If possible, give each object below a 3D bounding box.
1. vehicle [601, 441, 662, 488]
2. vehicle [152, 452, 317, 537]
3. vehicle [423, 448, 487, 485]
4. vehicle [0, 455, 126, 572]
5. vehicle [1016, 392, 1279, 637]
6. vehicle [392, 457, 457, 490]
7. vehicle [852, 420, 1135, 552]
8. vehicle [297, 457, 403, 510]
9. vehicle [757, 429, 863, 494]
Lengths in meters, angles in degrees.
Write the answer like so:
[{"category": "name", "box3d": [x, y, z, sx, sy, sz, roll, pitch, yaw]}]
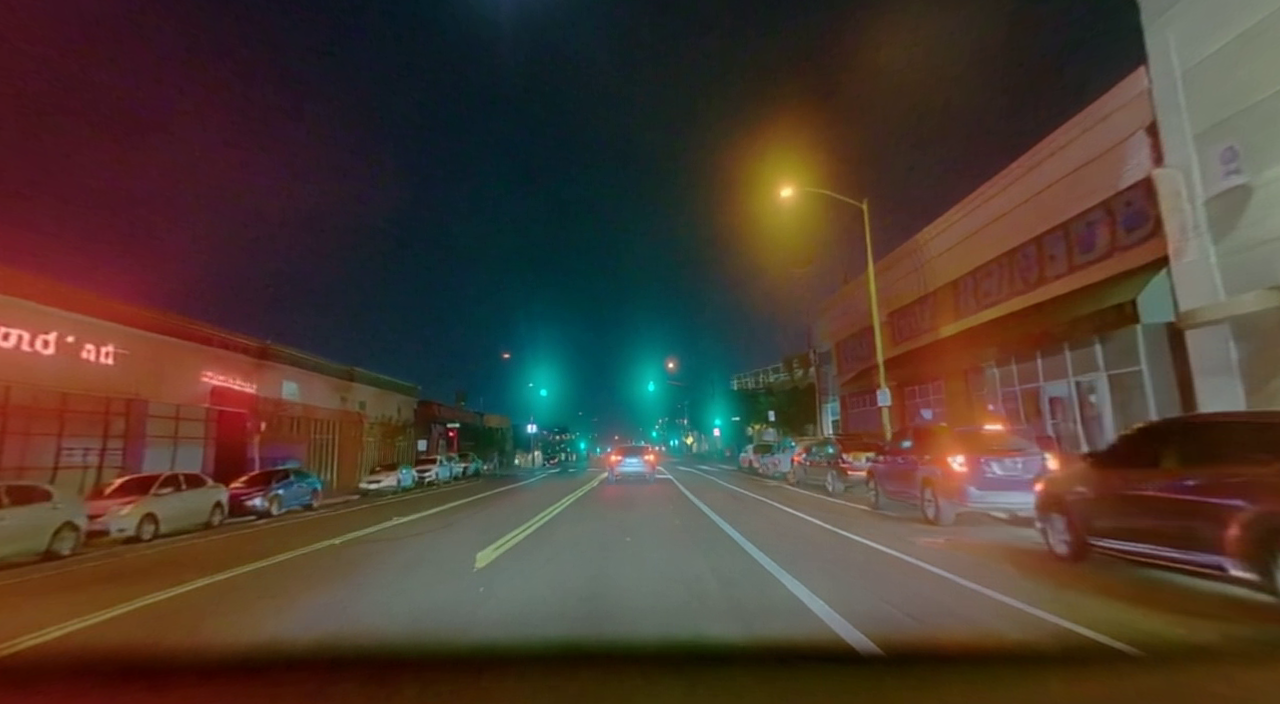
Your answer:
[{"category": "vehicle", "box3d": [-0.319, 4.179, 23.740, 2.086, 1.575, 4.205, 0, -9, -1]}, {"category": "vehicle", "box3d": [-11.419, 3.949, 18.250, 1.872, 1.731, 4.656, -4, -6, -2]}, {"category": "vehicle", "box3d": [-11.380, 7.047, 39.365, 2.240, 2.052, 5.872, 0, -9, 0]}, {"category": "vehicle", "box3d": [-11.207, 2.769, 10.335, 2.055, 1.685, 4.370, -5, -6, -1]}, {"category": "vehicle", "box3d": [5.702, 1.320, 5.492, 1.950, 1.788, 4.658, 0, -9, 0]}, {"category": "vehicle", "box3d": [-11.203, 6.334, 33.148, 1.868, 1.502, 4.626, 0, -9, -1]}, {"category": "vehicle", "box3d": [5.823, 2.261, 11.504, 1.957, 1.806, 5.369, 0, -9, -1]}, {"category": "vehicle", "box3d": [-11.213, 5.074, 24.831, 1.920, 1.498, 4.591, -5, -6, 2]}, {"category": "vehicle", "box3d": [5.666, 3.731, 21.837, 2.201, 1.972, 4.845, 0, -9, -1]}]
